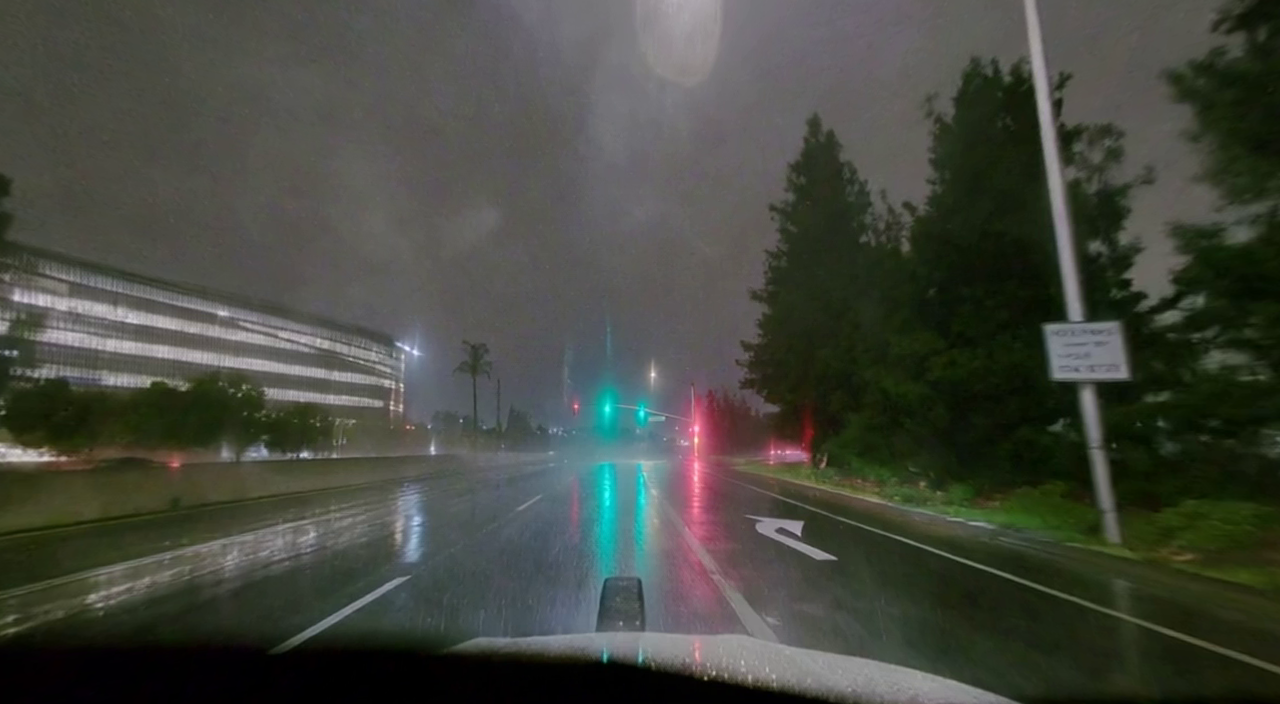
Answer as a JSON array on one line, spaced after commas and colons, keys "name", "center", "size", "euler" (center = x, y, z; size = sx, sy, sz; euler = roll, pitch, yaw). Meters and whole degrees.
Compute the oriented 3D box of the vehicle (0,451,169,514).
[{"name": "vehicle", "center": [-15.907, 3.545, 17.670], "size": [2.072, 1.479, 4.357], "euler": [0, -9, 0]}]
